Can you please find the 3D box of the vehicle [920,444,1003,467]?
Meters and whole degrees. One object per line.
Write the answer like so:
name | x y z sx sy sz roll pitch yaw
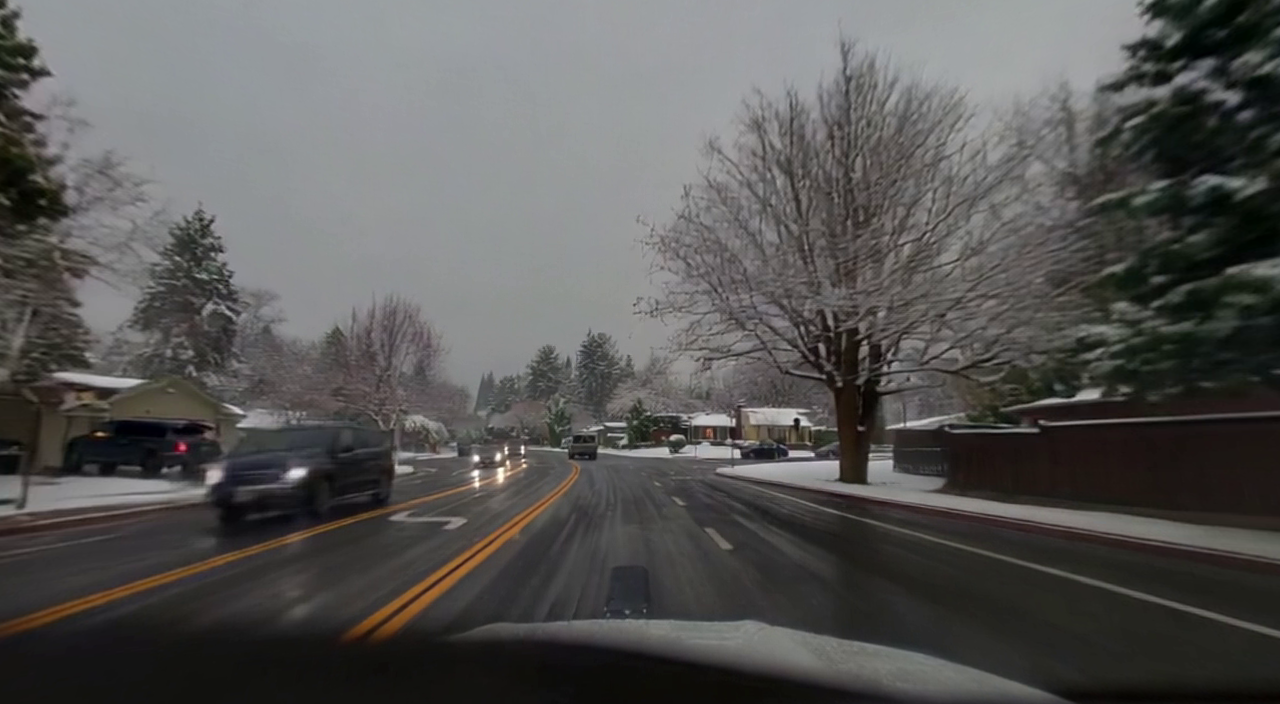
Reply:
vehicle | 21.808 7.022 42.884 4.607 1.481 1.884 -1 -9 10

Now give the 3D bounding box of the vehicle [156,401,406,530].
vehicle | -6.717 2.201 12.675 2.281 2.069 4.797 0 -9 -2

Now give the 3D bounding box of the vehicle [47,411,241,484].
vehicle | -20.261 3.887 25.883 6.474 2.781 2.364 -1 -9 11

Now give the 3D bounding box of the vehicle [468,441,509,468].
vehicle | -9.329 6.344 39.169 1.910 1.538 4.478 0 -8 -7
